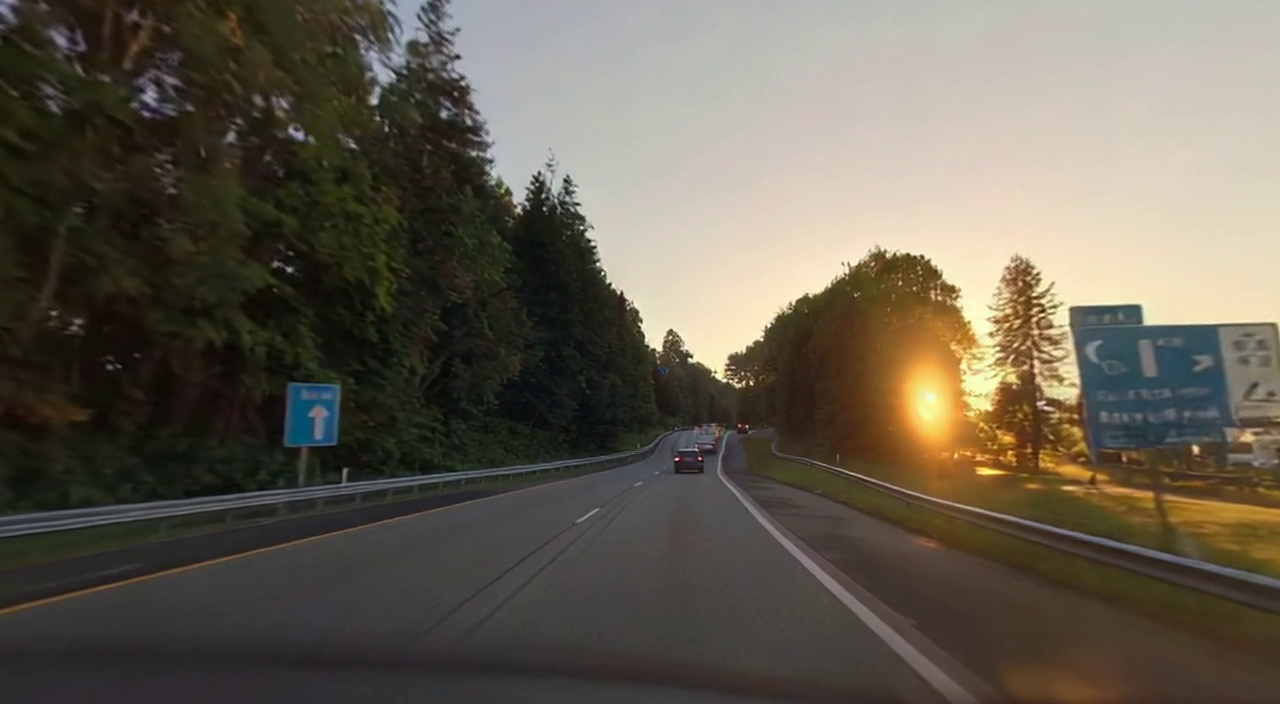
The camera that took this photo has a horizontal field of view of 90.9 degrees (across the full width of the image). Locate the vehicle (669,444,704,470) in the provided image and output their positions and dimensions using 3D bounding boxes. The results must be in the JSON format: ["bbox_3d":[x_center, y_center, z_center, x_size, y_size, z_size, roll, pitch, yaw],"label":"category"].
[{"bbox_3d":[3.241,7.233,43.379,2.221,1.674,4.325,-1,-9,6],"label":"vehicle"}]
